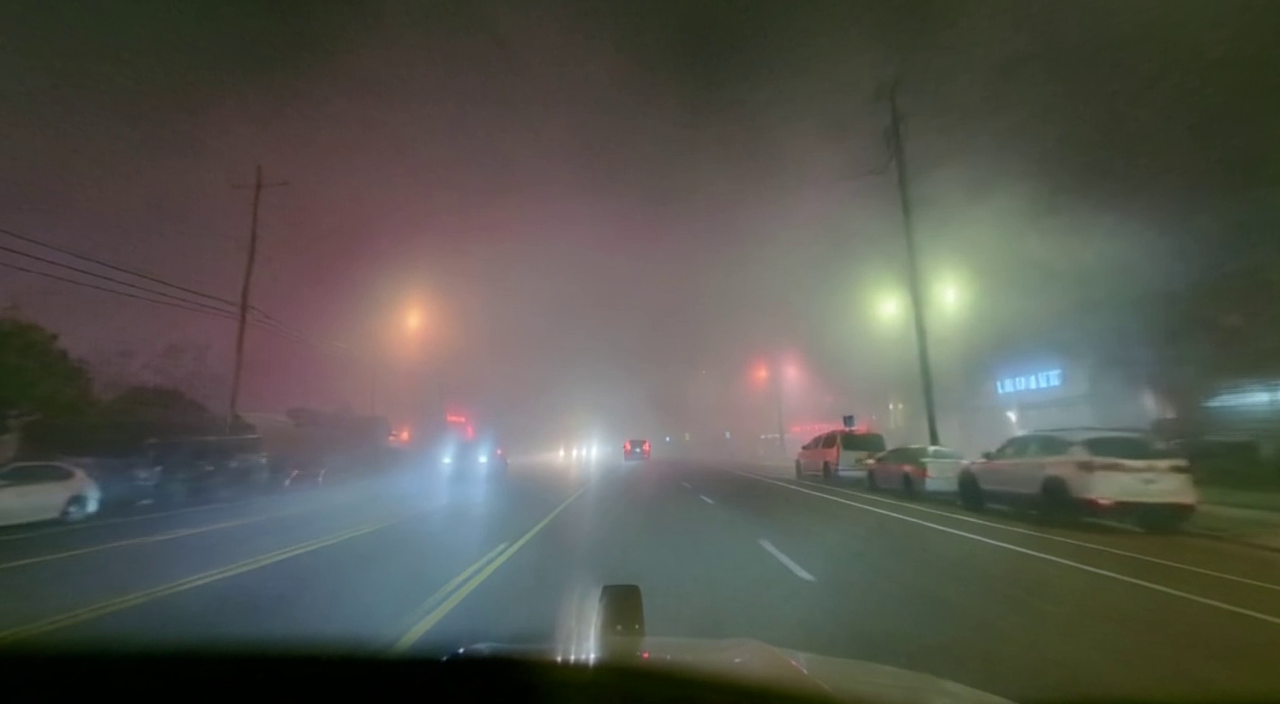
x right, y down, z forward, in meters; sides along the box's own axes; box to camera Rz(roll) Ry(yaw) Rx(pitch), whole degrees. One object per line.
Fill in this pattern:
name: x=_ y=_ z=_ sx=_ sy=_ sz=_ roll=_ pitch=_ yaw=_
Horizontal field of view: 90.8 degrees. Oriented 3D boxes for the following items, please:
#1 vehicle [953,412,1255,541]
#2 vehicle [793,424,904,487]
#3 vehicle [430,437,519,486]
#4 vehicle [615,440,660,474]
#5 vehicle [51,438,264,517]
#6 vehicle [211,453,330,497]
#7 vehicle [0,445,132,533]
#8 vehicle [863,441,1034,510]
vehicle: x=7.881 y=2.139 z=11.454 sx=2.026 sy=1.851 sz=4.360 roll=0 pitch=-8 yaw=-2
vehicle: x=7.612 y=3.861 z=23.821 sx=2.257 sy=2.072 sz=5.376 roll=0 pitch=-8 yaw=-1
vehicle: x=-6.296 y=4.224 z=24.713 sx=2.254 sy=1.732 sz=4.571 roll=0 pitch=-8 yaw=0
vehicle: x=-0.140 y=5.182 z=31.512 sx=2.067 sy=1.547 sz=4.513 roll=0 pitch=-8 yaw=-1
vehicle: x=-14.300 y=3.660 z=19.365 sx=2.138 sy=1.906 sz=5.692 roll=-3 pitch=-8 yaw=-1
vehicle: x=-14.192 y=4.720 z=24.670 sx=1.850 sy=1.467 sz=4.742 roll=0 pitch=-8 yaw=-1
vehicle: x=-14.197 y=2.939 z=13.830 sx=2.041 sy=1.789 sz=5.070 roll=0 pitch=-8 yaw=-2
vehicle: x=7.594 y=3.053 z=16.216 sx=1.854 sy=1.485 sz=4.736 roll=0 pitch=-8 yaw=-2
